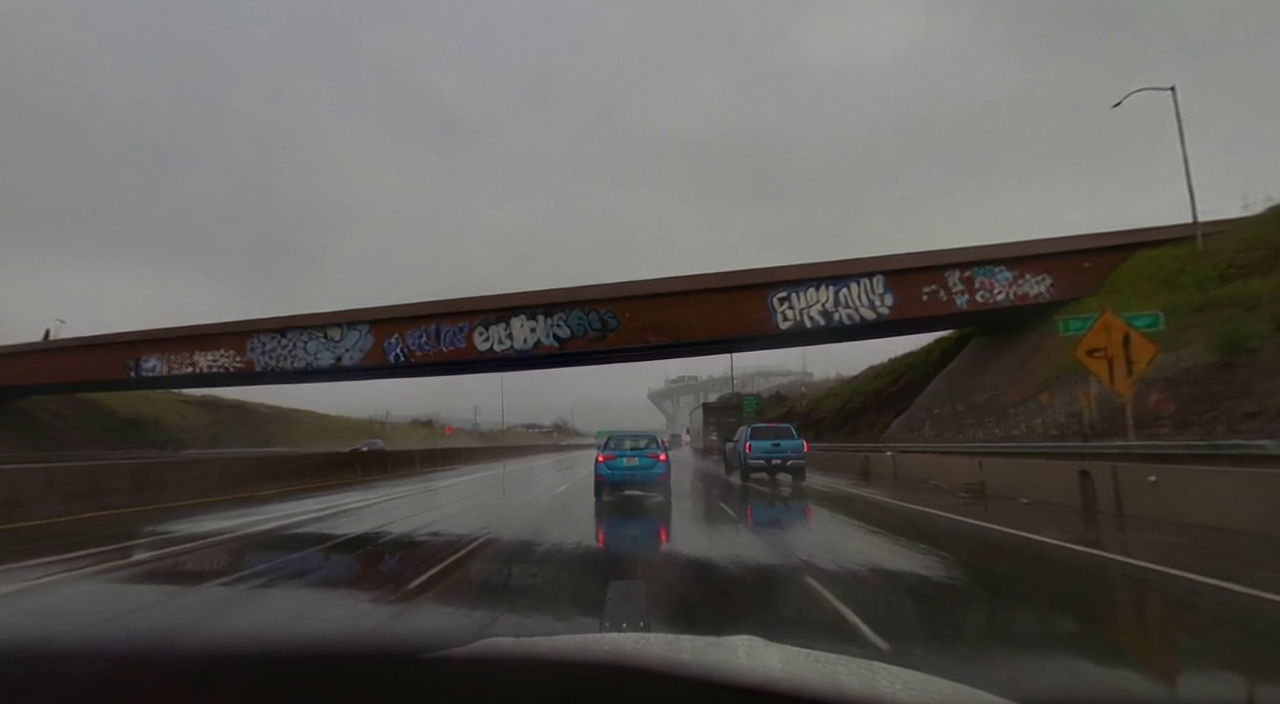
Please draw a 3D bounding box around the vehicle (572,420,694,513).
[{"bbox_3d":[-0.102,2.350,13.363,2.193,1.651,3.946,0,-8,1],"label":"vehicle"}]

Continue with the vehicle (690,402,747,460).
[{"bbox_3d":[4.932,5.213,40.991,2.873,3.408,7.323,0,-8,1],"label":"vehicle"}]

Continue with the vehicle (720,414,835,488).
[{"bbox_3d":[4.009,3.048,19.682,2.311,1.922,5.977,0,-8,1],"label":"vehicle"}]
